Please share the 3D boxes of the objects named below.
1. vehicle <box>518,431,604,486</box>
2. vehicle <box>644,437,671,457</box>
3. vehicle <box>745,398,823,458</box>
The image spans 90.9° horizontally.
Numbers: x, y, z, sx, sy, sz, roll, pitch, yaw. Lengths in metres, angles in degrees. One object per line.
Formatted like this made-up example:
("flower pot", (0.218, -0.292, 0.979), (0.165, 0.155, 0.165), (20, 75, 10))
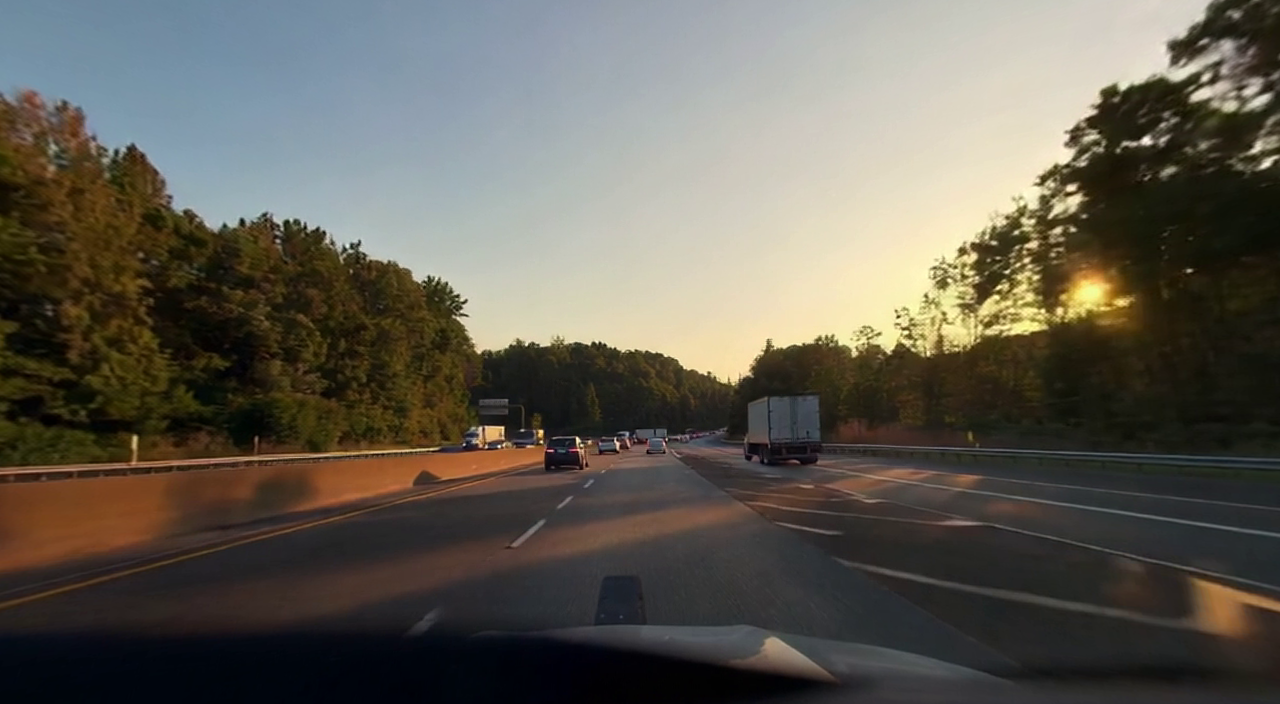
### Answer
("vehicle", (-2.456, 3.440, 20.828), (2.137, 1.618, 4.209), (0, -8, 2))
("vehicle", (1.341, 7.373, 49.054), (2.004, 1.465, 3.842), (0, -8, 1))
("vehicle", (10.218, 5.630, 46.065), (2.999, 3.901, 10.127), (0, -8, -1))
